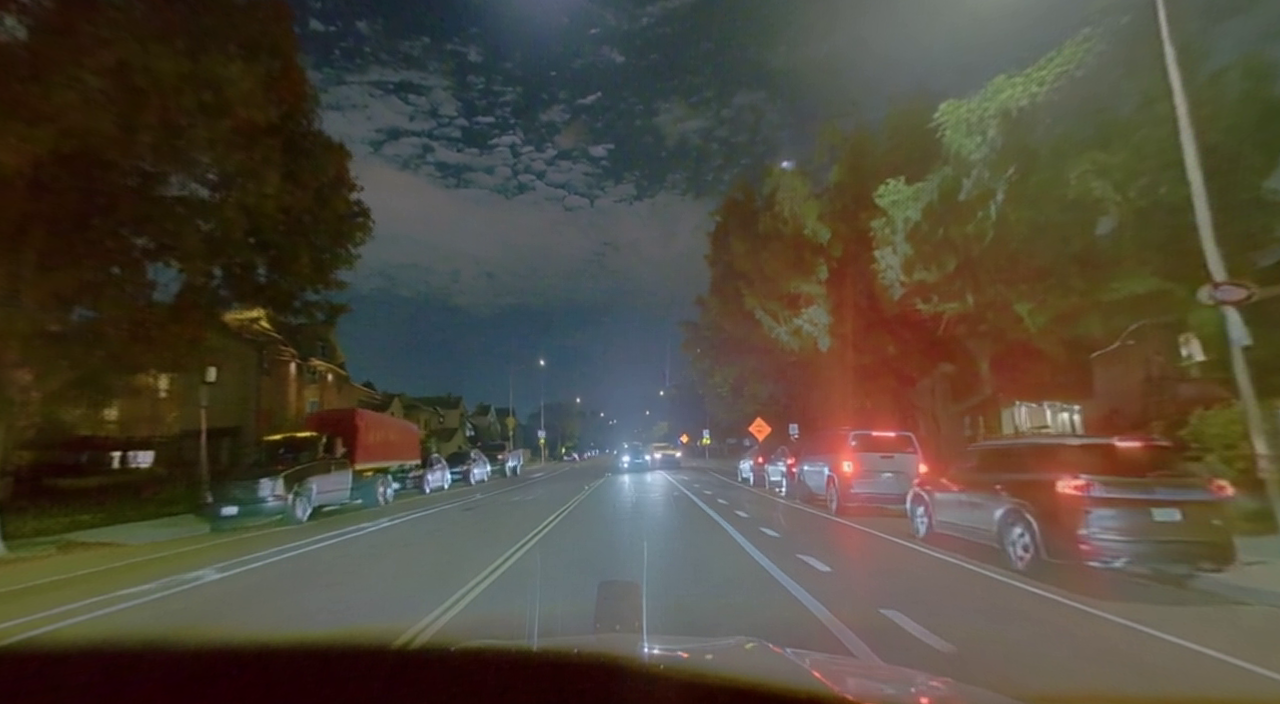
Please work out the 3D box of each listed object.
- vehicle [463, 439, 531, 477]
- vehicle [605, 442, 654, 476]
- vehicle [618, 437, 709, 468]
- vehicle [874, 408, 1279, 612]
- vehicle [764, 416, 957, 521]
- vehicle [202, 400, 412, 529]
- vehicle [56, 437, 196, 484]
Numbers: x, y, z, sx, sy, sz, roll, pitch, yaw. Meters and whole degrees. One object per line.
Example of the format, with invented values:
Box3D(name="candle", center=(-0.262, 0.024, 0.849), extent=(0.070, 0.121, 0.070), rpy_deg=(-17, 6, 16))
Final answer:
Box3D(name="vehicle", center=(-8.325, 6.213, 37.328), extent=(2.659, 2.047, 6.014), rpy_deg=(0, -9, 0))
Box3D(name="vehicle", center=(-0.418, 5.003, 29.706), extent=(2.151, 1.481, 4.084), rpy_deg=(0, -9, 1))
Box3D(name="vehicle", center=(1.452, 6.439, 40.367), extent=(5.503, 1.853, 2.218), rpy_deg=(-6, -11, 37))
Box3D(name="vehicle", center=(4.938, 1.699, 7.782), extent=(2.225, 1.715, 4.755), rpy_deg=(0, -9, 0))
Box3D(name="vehicle", center=(4.739, 2.631, 14.826), extent=(2.279, 1.946, 5.925), rpy_deg=(0, -9, -1))
Box3D(name="vehicle", center=(-7.673, 2.642, 15.185), extent=(2.526, 2.631, 4.228), rpy_deg=(0, -9, 2))
Box3D(name="vehicle", center=(-23.179, 4.882, 28.502), extent=(4.491, 2.031, 2.045), rpy_deg=(0, -8, 1))
